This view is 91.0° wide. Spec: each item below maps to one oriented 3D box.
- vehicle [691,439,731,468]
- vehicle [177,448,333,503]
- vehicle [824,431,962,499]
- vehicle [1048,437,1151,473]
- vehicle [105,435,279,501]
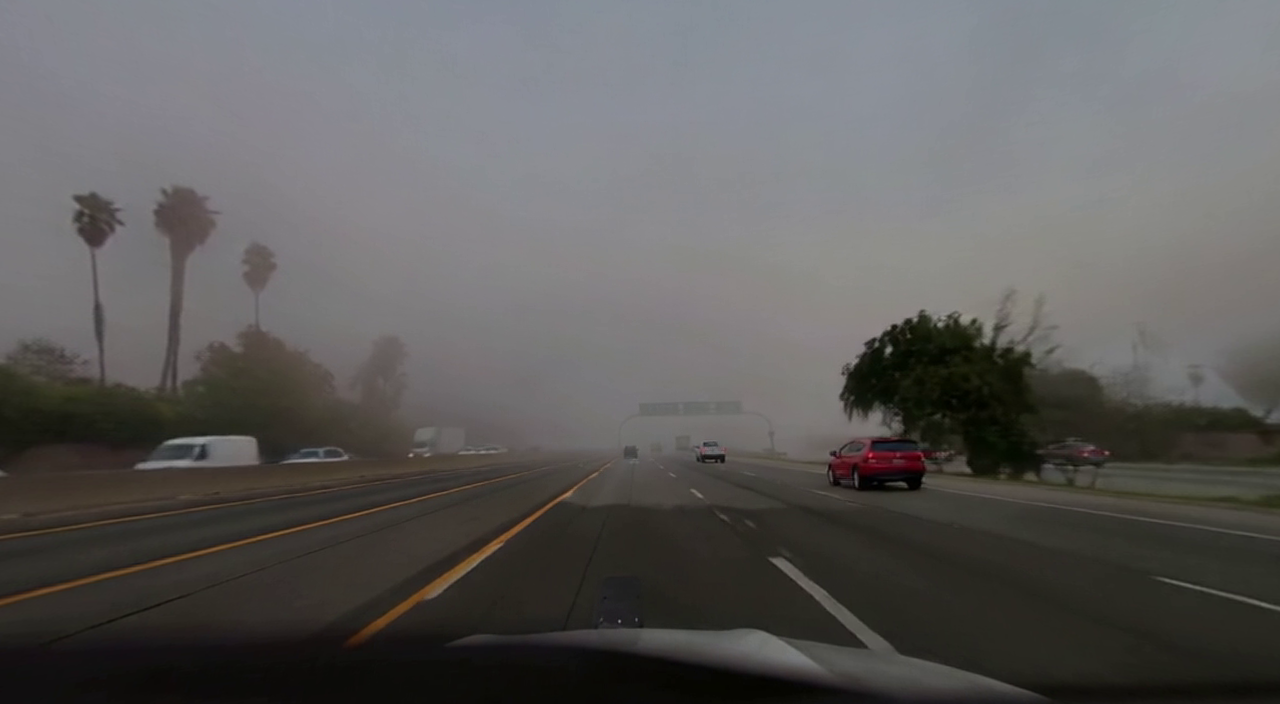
[{"bbox_3d":[4.361,6.280,39.259,2.035,1.704,3.867,0,-8,0],"label":"vehicle"},{"bbox_3d":[-12.425,3.988,20.822,1.999,1.536,4.987,0,-8,0],"label":"vehicle"},{"bbox_3d":[6.735,3.045,17.346,1.902,1.623,4.360,0,-8,-1],"label":"vehicle"},{"bbox_3d":[23.117,5.185,31.899,1.887,1.642,4.592,0,-8,3],"label":"vehicle"},{"bbox_3d":[-16.336,4.213,23.544,2.248,2.130,5.801,0,-8,-1],"label":"vehicle"}]
